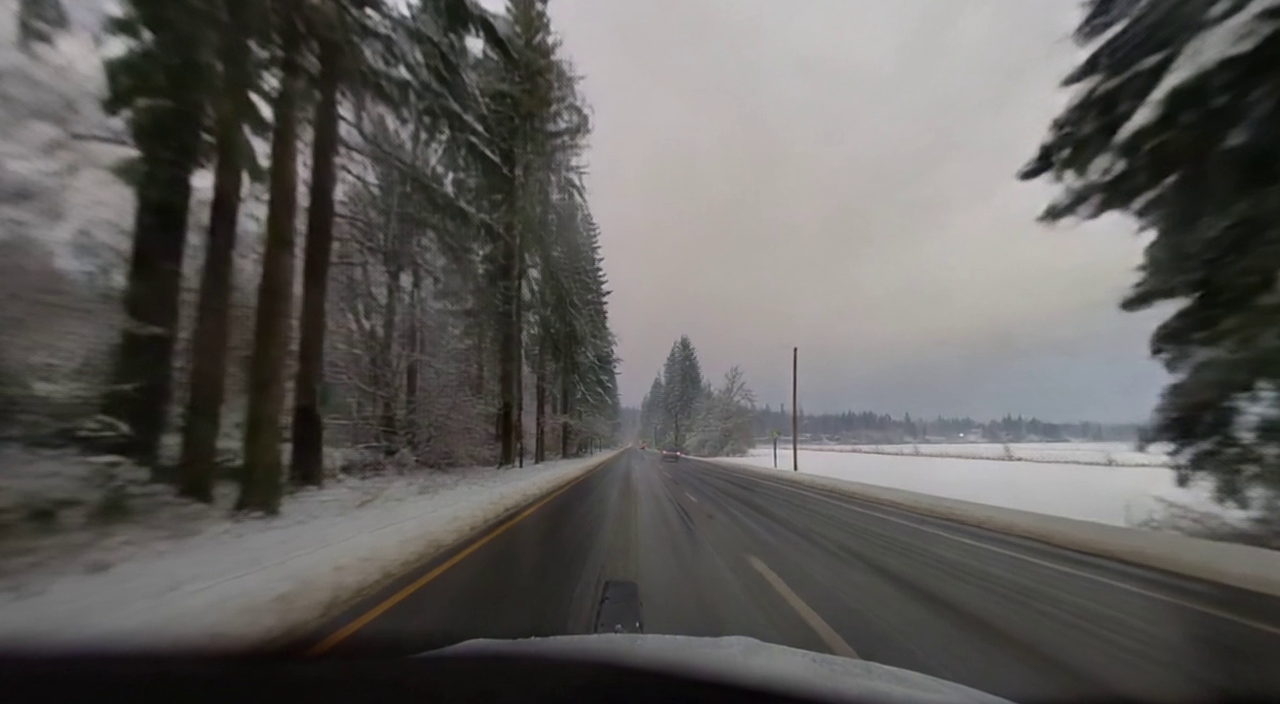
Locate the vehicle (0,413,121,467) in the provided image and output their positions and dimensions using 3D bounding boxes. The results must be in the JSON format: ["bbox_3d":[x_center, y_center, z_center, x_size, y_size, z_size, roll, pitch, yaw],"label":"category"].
[{"bbox_3d":[-22.203,3.259,23.226,2.055,1.776,4.879,0,-8,0],"label":"vehicle"}]
